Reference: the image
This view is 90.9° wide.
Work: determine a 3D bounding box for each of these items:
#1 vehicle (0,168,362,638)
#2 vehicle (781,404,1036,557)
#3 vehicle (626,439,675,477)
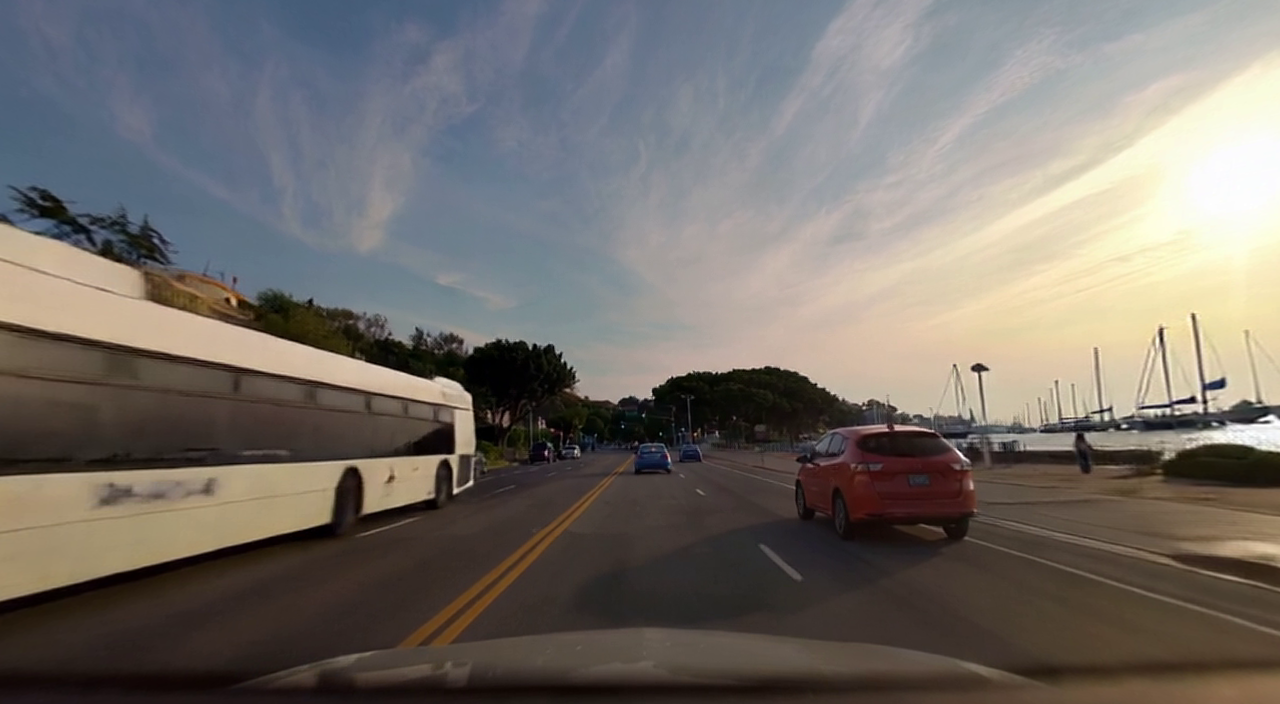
[{"bbox_3d":[-6.372,0.507,5.579,3.102,3.524,9.830,0,-8,1],"label":"vehicle"},{"bbox_3d":[3.694,1.861,9.771,2.000,1.809,4.405,0,-8,0],"label":"vehicle"},{"bbox_3d":[0.469,4.908,29.522,2.132,1.632,3.838,0,-8,0],"label":"vehicle"}]
